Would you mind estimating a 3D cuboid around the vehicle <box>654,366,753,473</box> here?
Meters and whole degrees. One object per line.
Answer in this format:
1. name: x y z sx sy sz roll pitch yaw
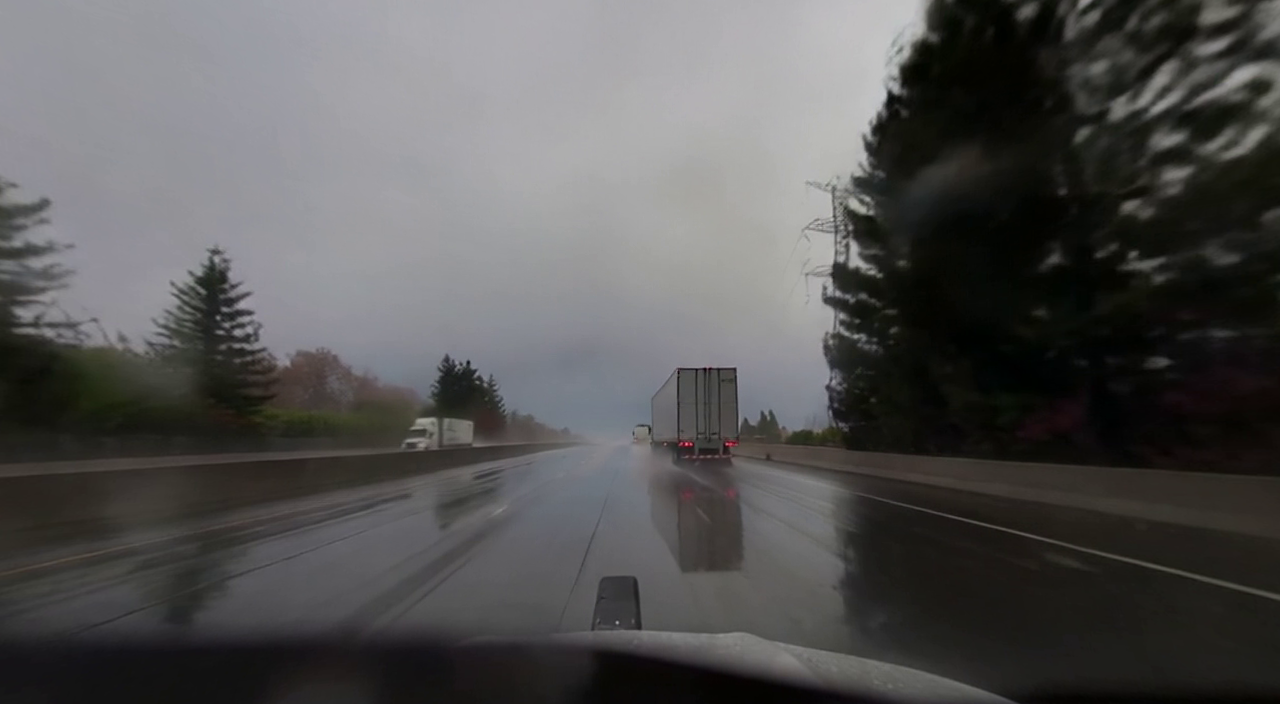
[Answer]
1. vehicle: 2.579 3.542 31.326 2.905 4.080 14.157 0 -8 -2
